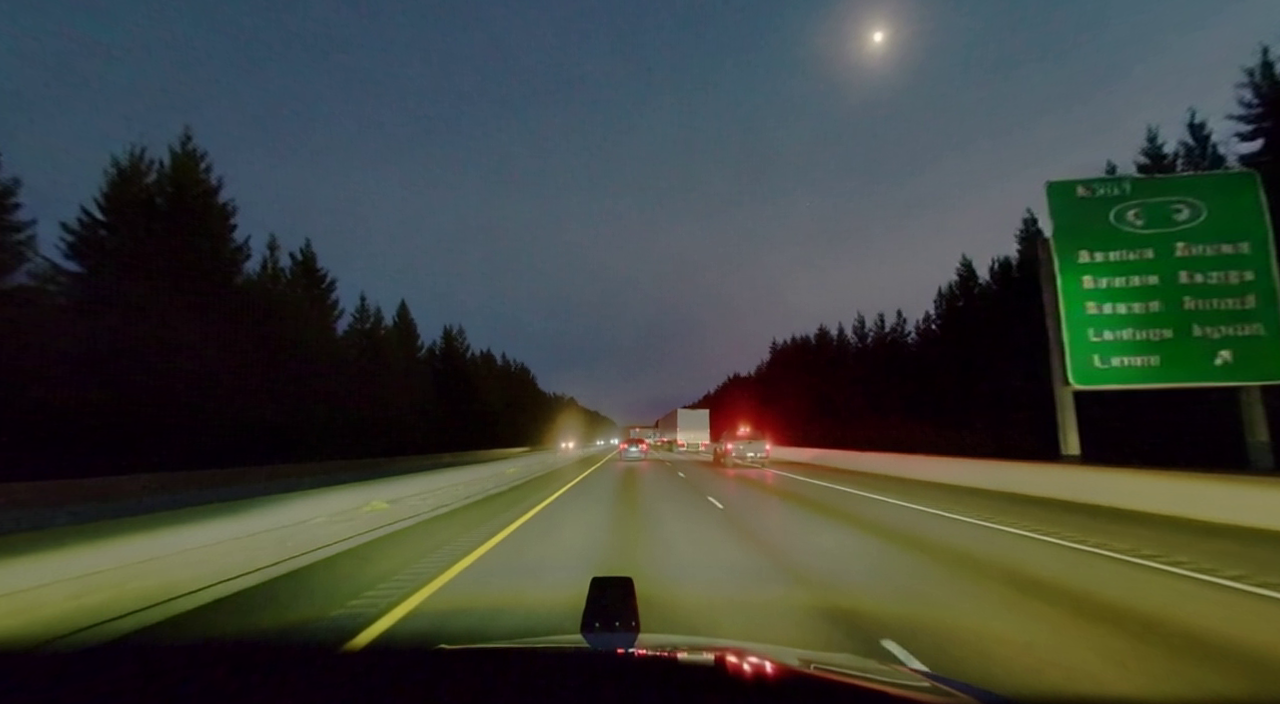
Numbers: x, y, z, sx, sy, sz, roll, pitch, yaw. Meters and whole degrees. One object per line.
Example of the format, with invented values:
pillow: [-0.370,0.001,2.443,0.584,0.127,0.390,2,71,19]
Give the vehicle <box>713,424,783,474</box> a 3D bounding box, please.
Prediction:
vehicle: [4.397,3.994,26.290,2.073,1.905,4.023,0,-8,-2]

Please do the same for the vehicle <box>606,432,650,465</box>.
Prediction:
vehicle: [-0.639,5.189,34.086,2.206,1.681,4.111,0,-8,-1]

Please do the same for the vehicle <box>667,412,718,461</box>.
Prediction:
vehicle: [3.416,5.771,43.046,2.728,3.053,7.708,0,-8,0]
